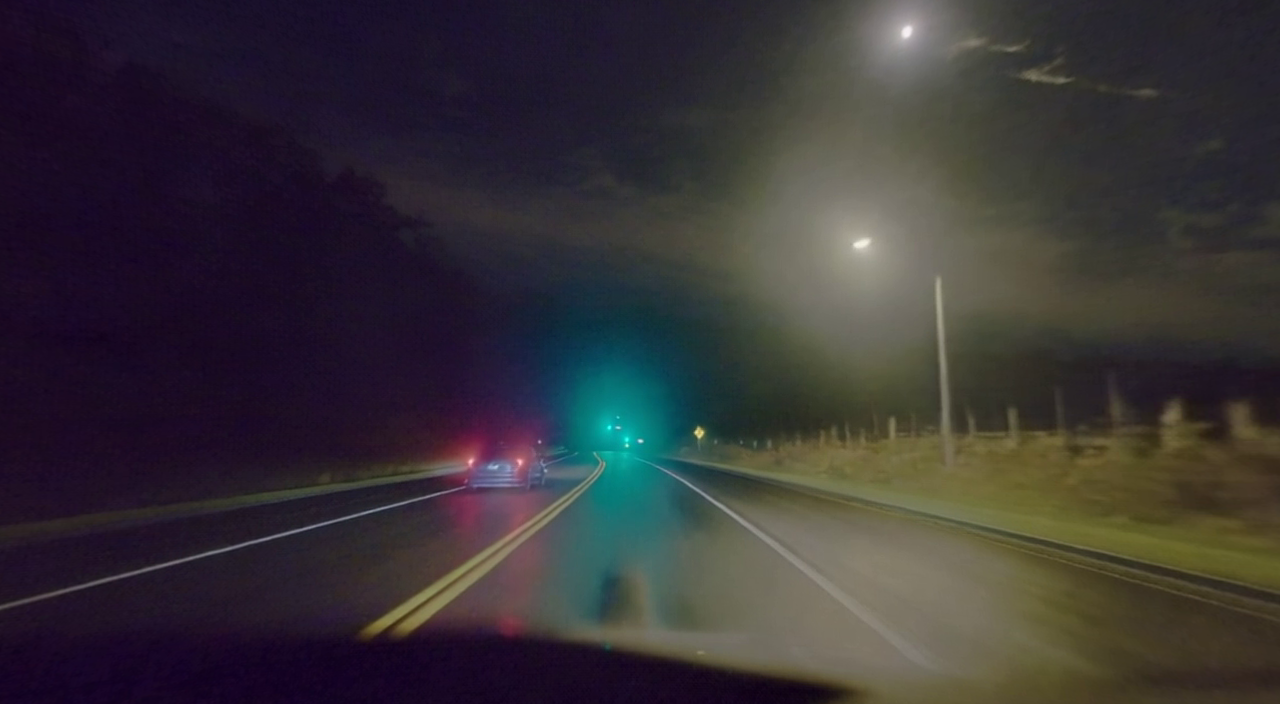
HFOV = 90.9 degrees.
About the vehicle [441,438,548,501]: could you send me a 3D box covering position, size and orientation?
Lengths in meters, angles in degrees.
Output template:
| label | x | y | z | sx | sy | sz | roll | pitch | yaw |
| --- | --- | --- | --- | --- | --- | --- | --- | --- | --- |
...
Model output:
| label | x | y | z | sx | sy | sz | roll | pitch | yaw |
| --- | --- | --- | --- | --- | --- | --- | --- | --- | --- |
| vehicle | -3.891 | 3.215 | 17.755 | 1.968 | 1.503 | 4.443 | 0 | -8 | 0 |
